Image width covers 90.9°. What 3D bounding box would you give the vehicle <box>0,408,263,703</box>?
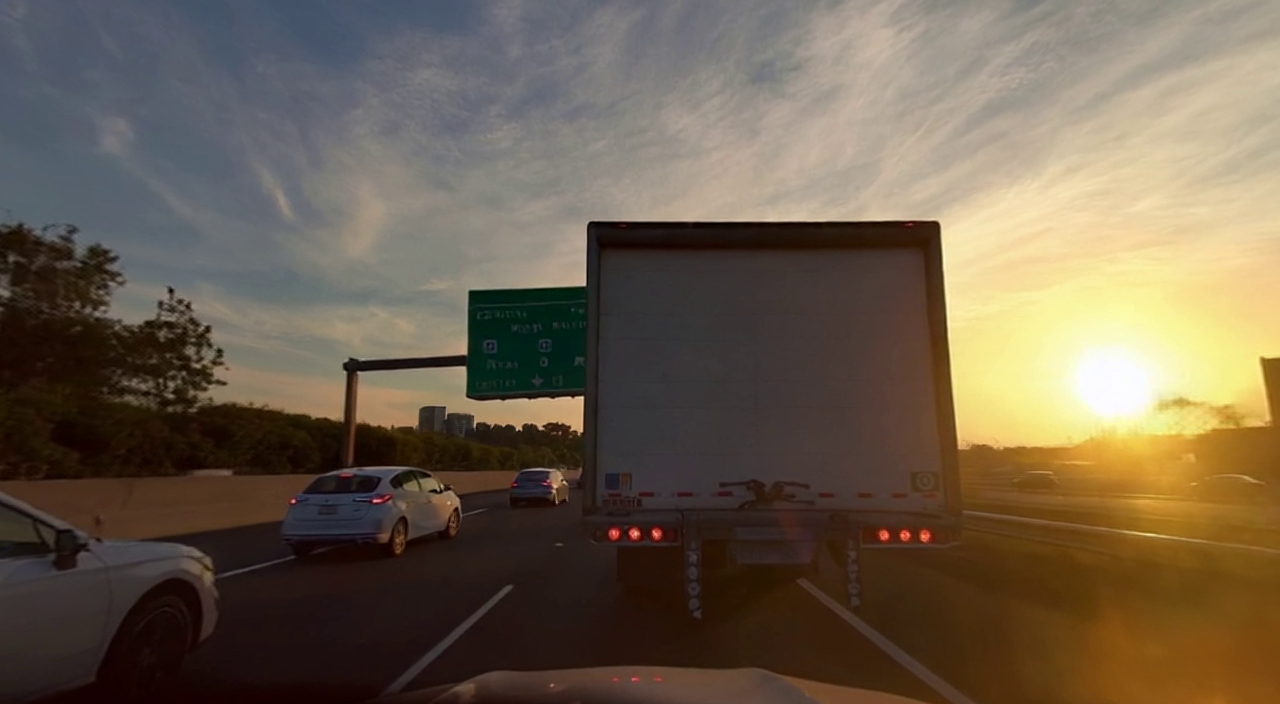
[{"bbox_3d":[-3.465,0.826,1.635,1.983,1.509,4.679,0,-11,1],"label":"vehicle"}]

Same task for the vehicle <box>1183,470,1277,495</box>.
[{"bbox_3d":[37.084,8.182,39.672,3.974,1.485,1.709,0,-11,6],"label":"vehicle"}]

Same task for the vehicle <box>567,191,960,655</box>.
[{"bbox_3d":[0.847,1.232,9.126,2.831,3.529,8.689,1,-11,-1],"label":"vehicle"}]

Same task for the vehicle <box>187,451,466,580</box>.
[{"bbox_3d":[-4.300,2.337,9.656,1.946,1.469,4.431,1,-11,0],"label":"vehicle"}]

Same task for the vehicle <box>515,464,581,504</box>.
[{"bbox_3d":[-3.700,5.431,26.121,1.964,1.482,4.371,0,-11,2],"label":"vehicle"}]

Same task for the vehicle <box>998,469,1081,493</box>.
[{"bbox_3d":[26.336,8.514,41.722,4.299,1.465,1.807,-4,-11,22],"label":"vehicle"}]
